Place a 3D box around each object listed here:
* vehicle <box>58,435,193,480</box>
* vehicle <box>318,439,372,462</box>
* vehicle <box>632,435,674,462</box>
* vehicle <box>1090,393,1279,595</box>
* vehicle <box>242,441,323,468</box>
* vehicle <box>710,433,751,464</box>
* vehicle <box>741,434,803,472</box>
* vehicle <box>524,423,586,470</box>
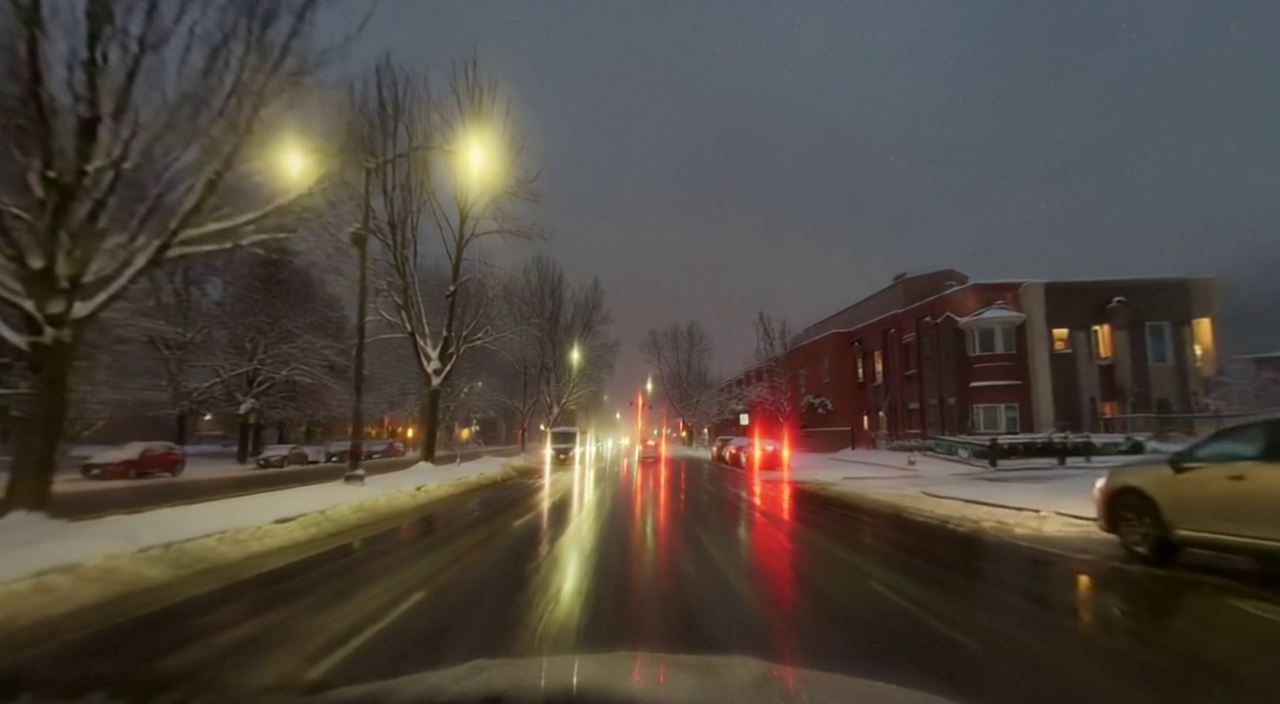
[{"bbox_3d":[-22.203,4.564,27.559,1.996,1.767,4.613,0,-8,-1],"label":"vehicle"},{"bbox_3d":[-22.665,7.577,48.697,1.910,1.632,4.624,0,-8,0],"label":"vehicle"},{"bbox_3d":[0.728,5.940,38.895,2.201,1.589,3.843,1,-8,-4],"label":"vehicle"},{"bbox_3d":[7.012,1.336,5.989,2.216,1.847,4.321,0,-8,-1],"label":"vehicle"},{"bbox_3d":[-22.367,6.401,39.827,2.111,1.554,5.163,0,-8,-1],"label":"vehicle"},{"bbox_3d":[6.030,6.457,42.450,1.997,1.943,4.409,0,-8,-1],"label":"vehicle"},{"bbox_3d":[6.386,4.937,31.061,2.164,1.727,3.955,0,-8,-1],"label":"vehicle"},{"bbox_3d":[-3.796,4.343,29.154,2.223,1.957,4.845,0,-8,0],"label":"vehicle"}]
